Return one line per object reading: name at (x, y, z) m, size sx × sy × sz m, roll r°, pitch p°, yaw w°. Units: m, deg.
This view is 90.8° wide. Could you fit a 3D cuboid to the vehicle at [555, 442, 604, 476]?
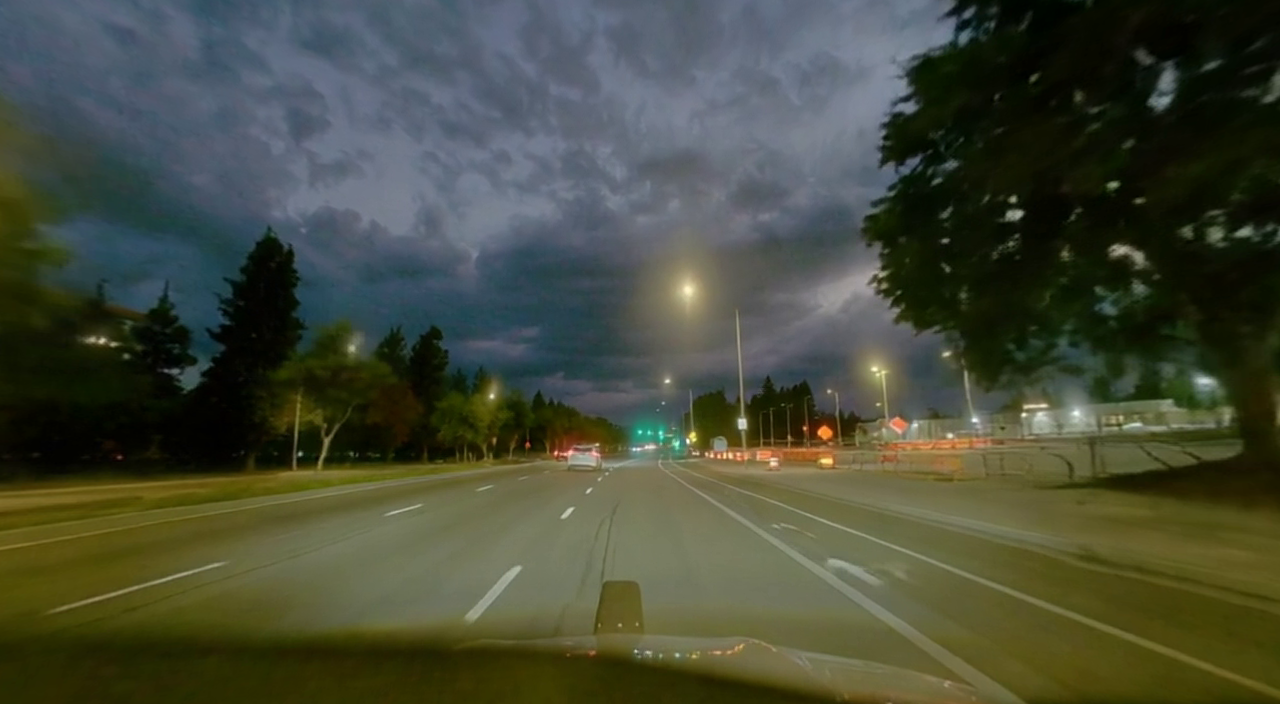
vehicle at (-3.116, 5.545, 33.136) m, size 2.121 × 1.654 × 3.993 m, roll 0°, pitch -8°, yaw 1°
